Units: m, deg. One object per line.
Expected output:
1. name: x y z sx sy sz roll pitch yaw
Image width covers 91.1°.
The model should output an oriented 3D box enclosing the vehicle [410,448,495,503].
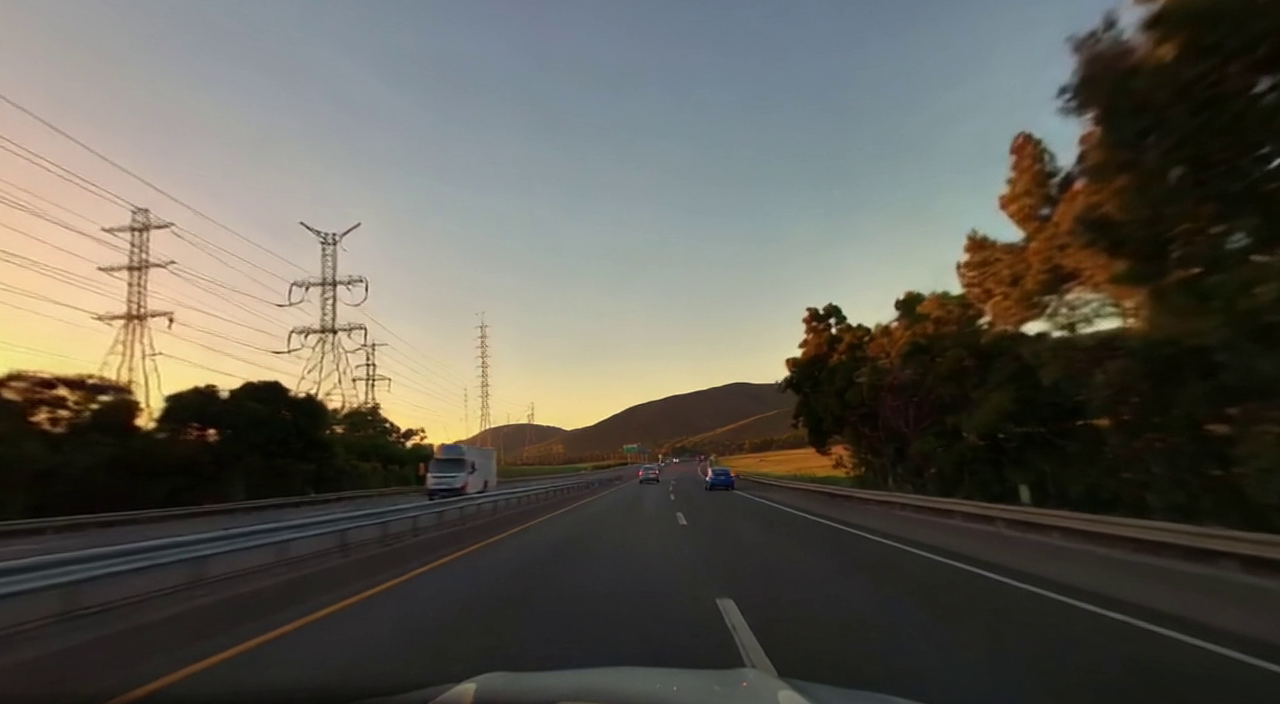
1. vehicle: -10.607 7.108 36.328 2.485 2.813 6.798 0 -10 3

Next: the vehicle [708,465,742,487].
1. vehicle: 6.354 9.331 47.253 1.985 1.521 3.904 1 -10 0

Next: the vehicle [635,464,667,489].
1. vehicle: 0.721 8.458 42.846 2.038 1.596 4.246 1 -11 1
